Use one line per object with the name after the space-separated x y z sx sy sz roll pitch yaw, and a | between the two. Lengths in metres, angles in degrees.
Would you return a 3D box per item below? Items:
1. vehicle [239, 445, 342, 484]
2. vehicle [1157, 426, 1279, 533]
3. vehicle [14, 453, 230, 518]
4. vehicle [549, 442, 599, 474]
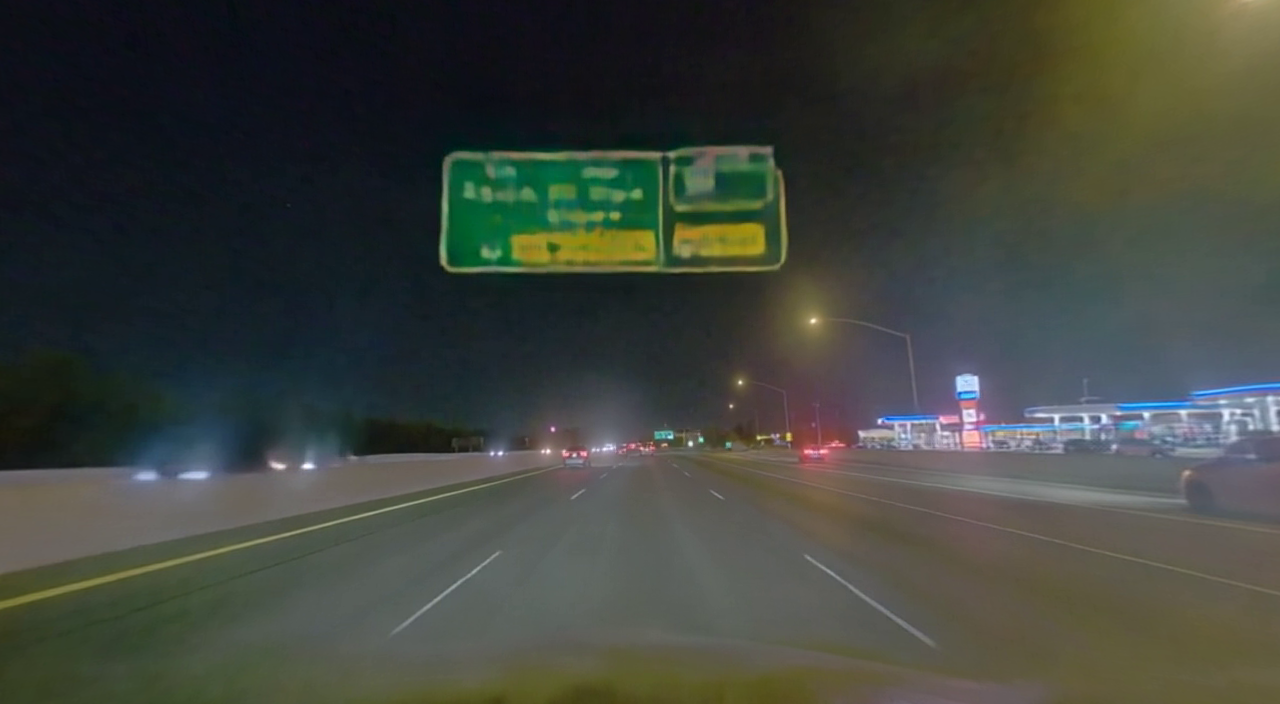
-17.721 5.683 32.300 2.440 1.816 4.846 -1 -9 1 | vehicle
9.759 1.701 8.341 1.909 1.467 4.940 -1 -8 4 | vehicle
-14.031 3.605 17.597 1.926 1.473 4.838 -1 -9 0 | vehicle
-3.347 5.499 32.927 2.114 1.510 4.186 -1 -9 1 | vehicle
